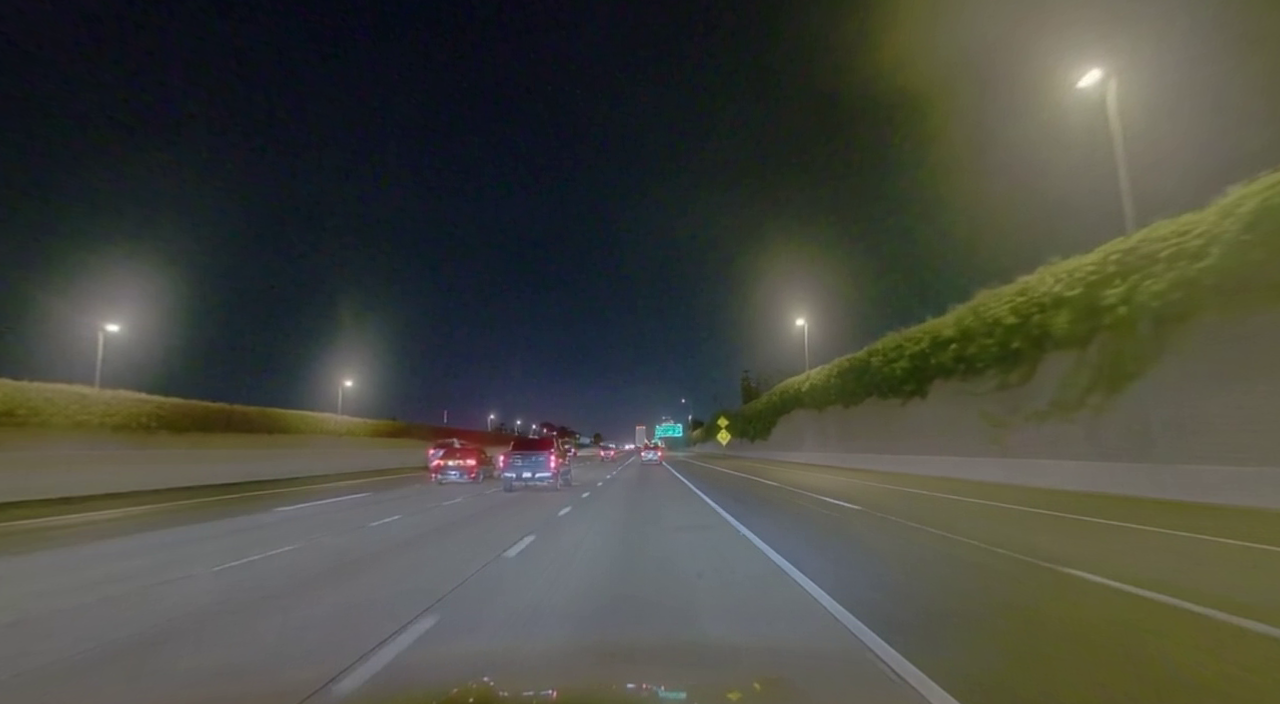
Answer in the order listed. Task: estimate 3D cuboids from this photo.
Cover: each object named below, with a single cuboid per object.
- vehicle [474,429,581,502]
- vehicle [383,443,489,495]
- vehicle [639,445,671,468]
[{"bbox_3d":[-3.029,3.172,18.156,2.124,1.787,4.830,-1,-8,1],"label":"vehicle"},{"bbox_3d":[-6.370,3.673,20.296,1.887,1.475,4.316,-1,-8,1],"label":"vehicle"},{"bbox_3d":[0.999,7.238,43.992,2.073,1.480,4.343,0,-8,0],"label":"vehicle"}]
